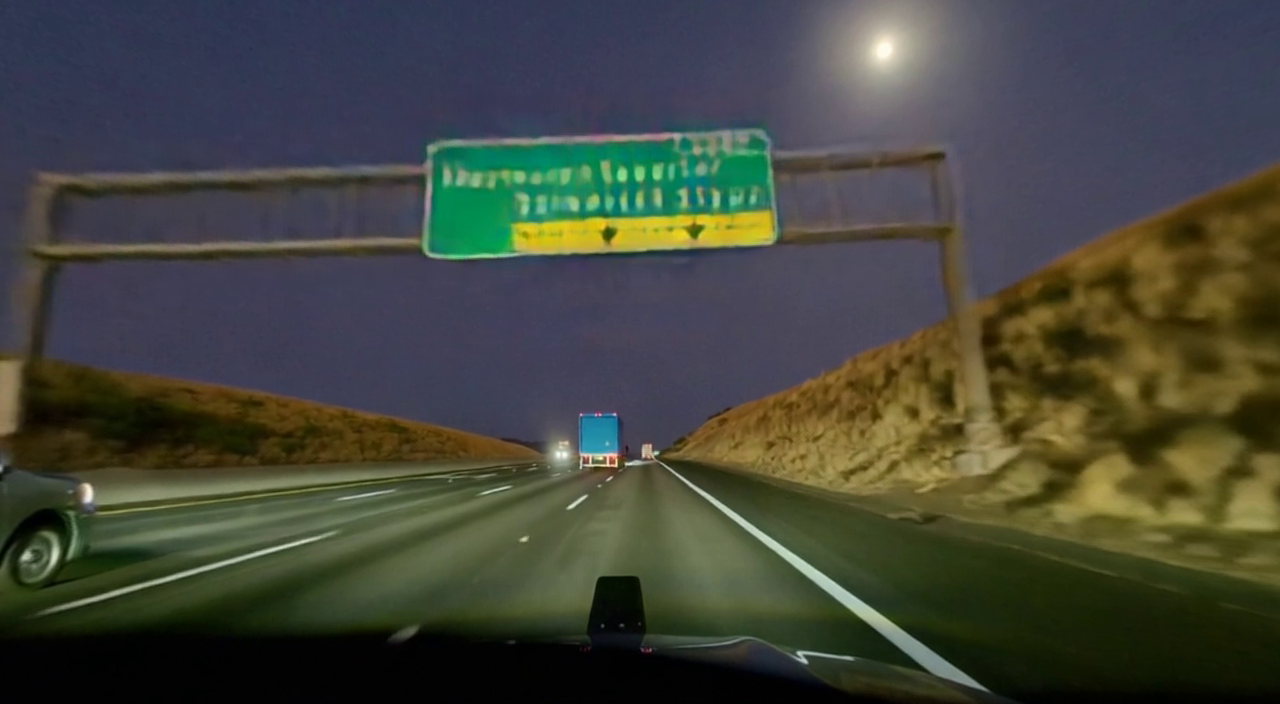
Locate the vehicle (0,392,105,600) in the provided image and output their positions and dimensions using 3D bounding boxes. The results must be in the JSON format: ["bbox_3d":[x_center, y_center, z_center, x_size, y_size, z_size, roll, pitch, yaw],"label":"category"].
[{"bbox_3d":[-6.880,1.064,4.081,2.175,1.860,5.236,0,-8,1],"label":"vehicle"}]
